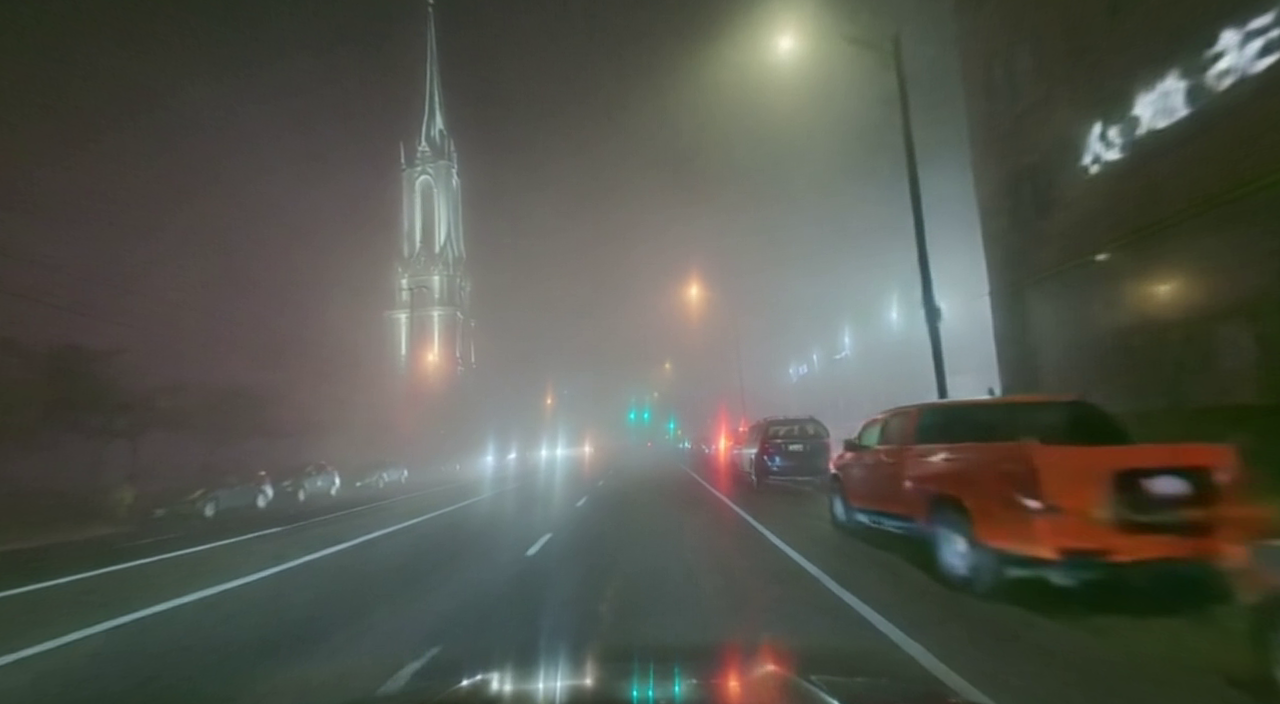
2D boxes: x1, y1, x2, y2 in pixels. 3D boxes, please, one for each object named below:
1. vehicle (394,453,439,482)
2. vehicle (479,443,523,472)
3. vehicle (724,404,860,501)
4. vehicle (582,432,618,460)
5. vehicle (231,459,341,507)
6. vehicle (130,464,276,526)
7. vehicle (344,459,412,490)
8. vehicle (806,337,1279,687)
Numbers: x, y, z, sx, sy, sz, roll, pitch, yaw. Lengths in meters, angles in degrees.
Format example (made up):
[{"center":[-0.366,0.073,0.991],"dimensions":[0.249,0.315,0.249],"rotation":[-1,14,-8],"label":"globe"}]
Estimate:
[{"center":[-15.315,7.892,43.457],"dimensions":[1.751,1.865,3.735],"rotation":[0,-9,-1],"label":"vehicle"},{"center":[-8.790,6.671,40.248],"dimensions":[1.842,1.735,4.066],"rotation":[-1,-9,1],"label":"vehicle"},{"center":[3.499,2.426,15.746],"dimensions":[2.124,1.975,5.131],"rotation":[-1,-8,1],"label":"vehicle"},{"center":[-2.870,6.944,46.536],"dimensions":[2.293,1.936,4.737],"rotation":[-1,-9,1],"label":"vehicle"},{"center":[-15.319,5.672,27.726],"dimensions":[2.014,1.846,4.920],"rotation":[0,-9,-1],"label":"vehicle"},{"center":[-15.009,4.888,22.096],"dimensions":[1.978,1.819,4.477],"rotation":[0,-9,-2],"label":"vehicle"},{"center":[-15.334,7.163,37.255],"dimensions":[2.076,1.672,4.499],"rotation":[0,-9,0],"label":"vehicle"},{"center":[3.603,1.278,6.708],"dimensions":[2.055,1.857,6.596],"rotation":[-1,-8,2],"label":"vehicle"}]
